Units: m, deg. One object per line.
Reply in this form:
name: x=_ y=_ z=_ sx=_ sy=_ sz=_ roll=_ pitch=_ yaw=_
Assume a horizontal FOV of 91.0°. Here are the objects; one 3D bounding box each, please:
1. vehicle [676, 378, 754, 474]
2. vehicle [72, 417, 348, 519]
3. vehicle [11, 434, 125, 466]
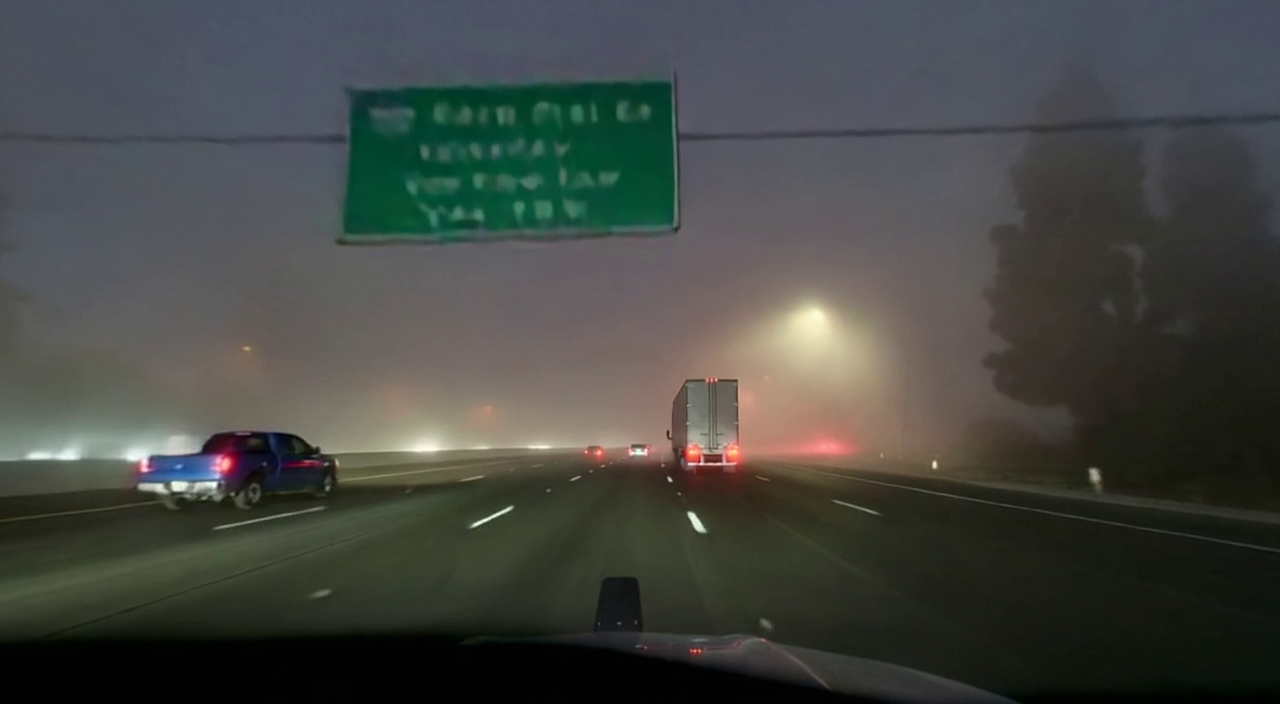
vehicle: x=3.710 y=4.319 z=35.640 sx=2.891 sy=4.123 sz=16.415 roll=0 pitch=-8 yaw=2
vehicle: x=-8.515 y=2.356 z=13.283 sx=2.264 sy=1.728 sz=4.940 roll=0 pitch=-9 yaw=1
vehicle: x=-32.564 y=5.578 z=36.035 sx=1.945 sy=1.692 sz=4.734 roll=0 pitch=-9 yaw=2
